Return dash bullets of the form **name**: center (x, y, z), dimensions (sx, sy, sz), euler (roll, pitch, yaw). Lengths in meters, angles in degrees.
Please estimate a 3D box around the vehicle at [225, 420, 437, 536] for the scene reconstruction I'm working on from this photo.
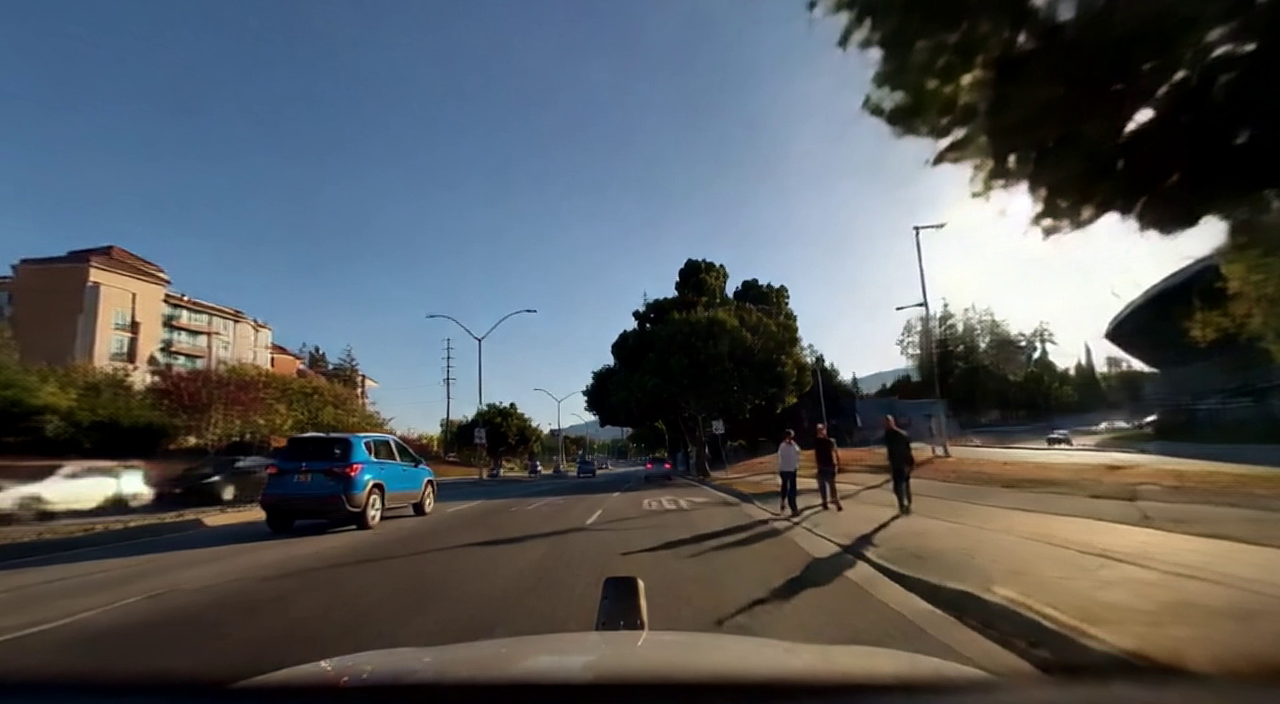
- **vehicle**: center (-5.867, 2.450, 12.731), dimensions (2.027, 1.908, 4.273), euler (-1, -9, 1)

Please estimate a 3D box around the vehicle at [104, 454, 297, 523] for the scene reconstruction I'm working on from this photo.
- **vehicle**: center (-11.966, 3.697, 17.722), dimensions (2.064, 1.515, 5.056), euler (0, -8, -4)

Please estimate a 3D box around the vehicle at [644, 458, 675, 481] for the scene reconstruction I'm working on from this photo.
- **vehicle**: center (1.376, 8.373, 45.182), dimensions (2.091, 1.494, 3.962), euler (0, -9, 0)

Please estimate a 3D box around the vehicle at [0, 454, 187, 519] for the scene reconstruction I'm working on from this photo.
- **vehicle**: center (-15.728, 3.767, 18.190), dimensions (1.997, 1.603, 4.404), euler (0, -9, 0)
